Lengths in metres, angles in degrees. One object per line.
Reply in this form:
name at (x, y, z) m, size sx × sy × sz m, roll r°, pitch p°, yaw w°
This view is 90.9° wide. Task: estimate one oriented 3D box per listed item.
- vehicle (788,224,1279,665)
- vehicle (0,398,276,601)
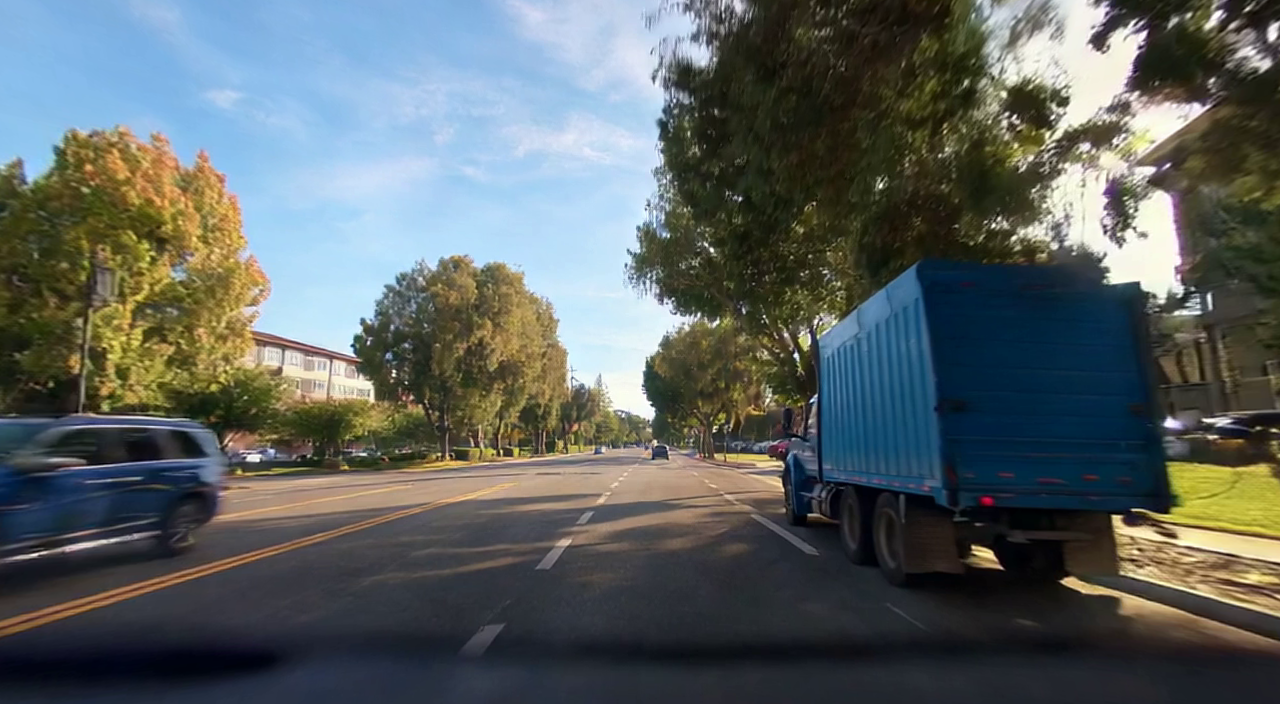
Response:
vehicle at (3.844, 1.049, 7.407) m, size 2.698 × 2.863 × 6.317 m, roll 4°, pitch -9°, yaw 1°
vehicle at (-6.476, 1.481, 6.839) m, size 2.081 × 1.711 × 4.820 m, roll 0°, pitch -9°, yaw 1°
